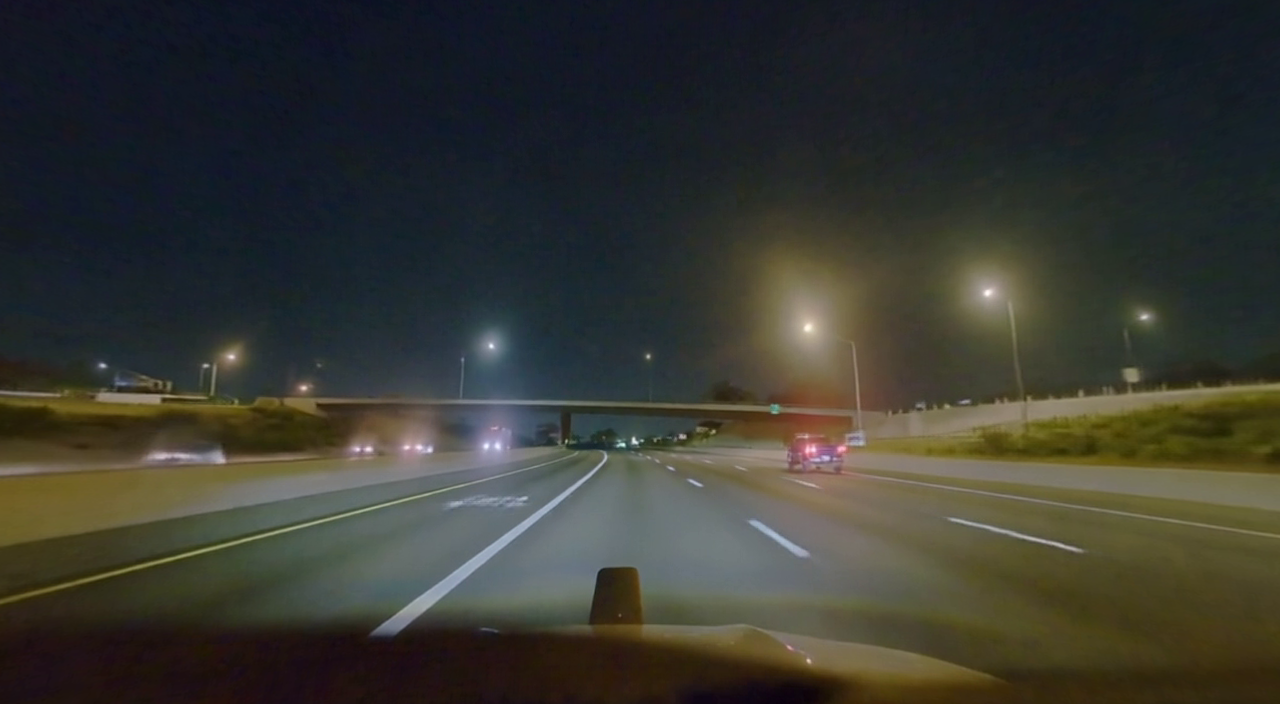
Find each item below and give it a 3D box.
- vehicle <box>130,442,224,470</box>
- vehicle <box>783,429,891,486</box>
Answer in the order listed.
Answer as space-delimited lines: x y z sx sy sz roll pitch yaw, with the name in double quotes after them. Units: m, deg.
-25.348 5.703 34.755 1.864 1.438 4.340 0 -8 0 "vehicle"
6.563 3.575 21.665 2.104 1.723 4.538 0 -8 -1 "vehicle"
